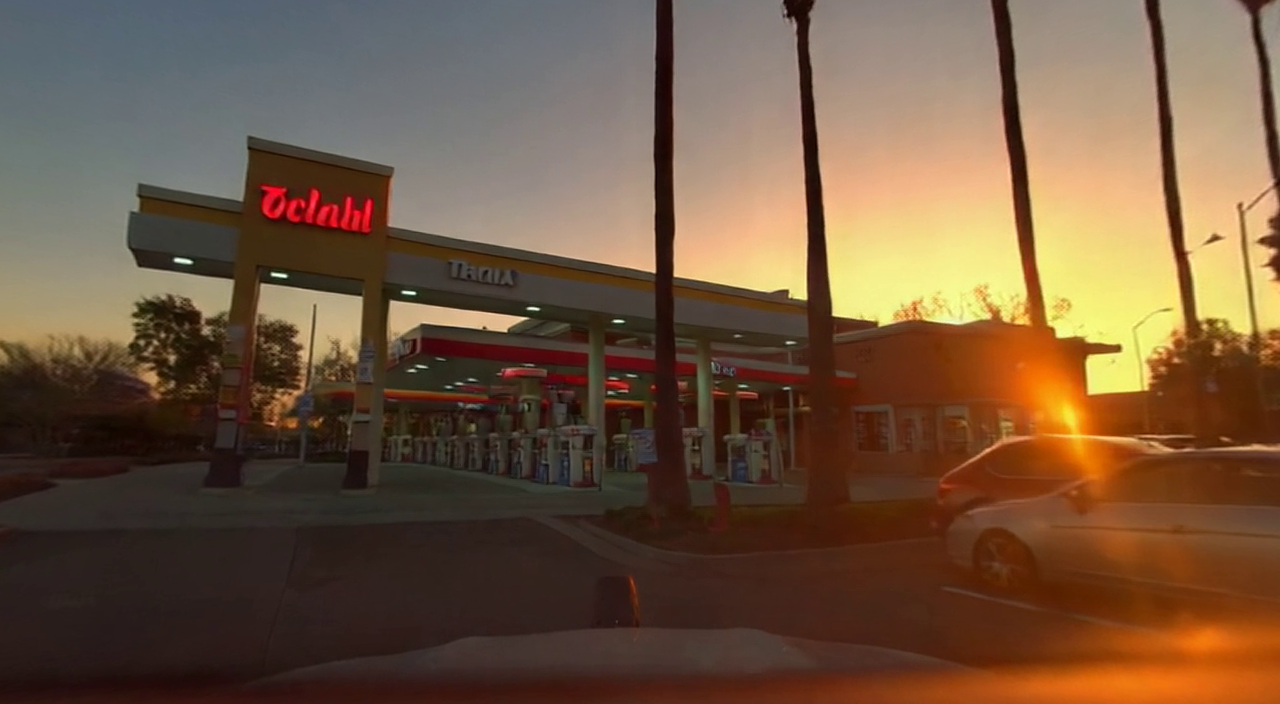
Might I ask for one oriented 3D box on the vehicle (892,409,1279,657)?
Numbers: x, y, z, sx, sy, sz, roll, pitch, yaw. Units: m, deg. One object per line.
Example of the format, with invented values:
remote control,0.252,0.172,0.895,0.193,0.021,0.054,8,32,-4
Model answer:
vehicle,4.511,1.242,4.793,1.937,1.490,4.564,5,-10,-28
